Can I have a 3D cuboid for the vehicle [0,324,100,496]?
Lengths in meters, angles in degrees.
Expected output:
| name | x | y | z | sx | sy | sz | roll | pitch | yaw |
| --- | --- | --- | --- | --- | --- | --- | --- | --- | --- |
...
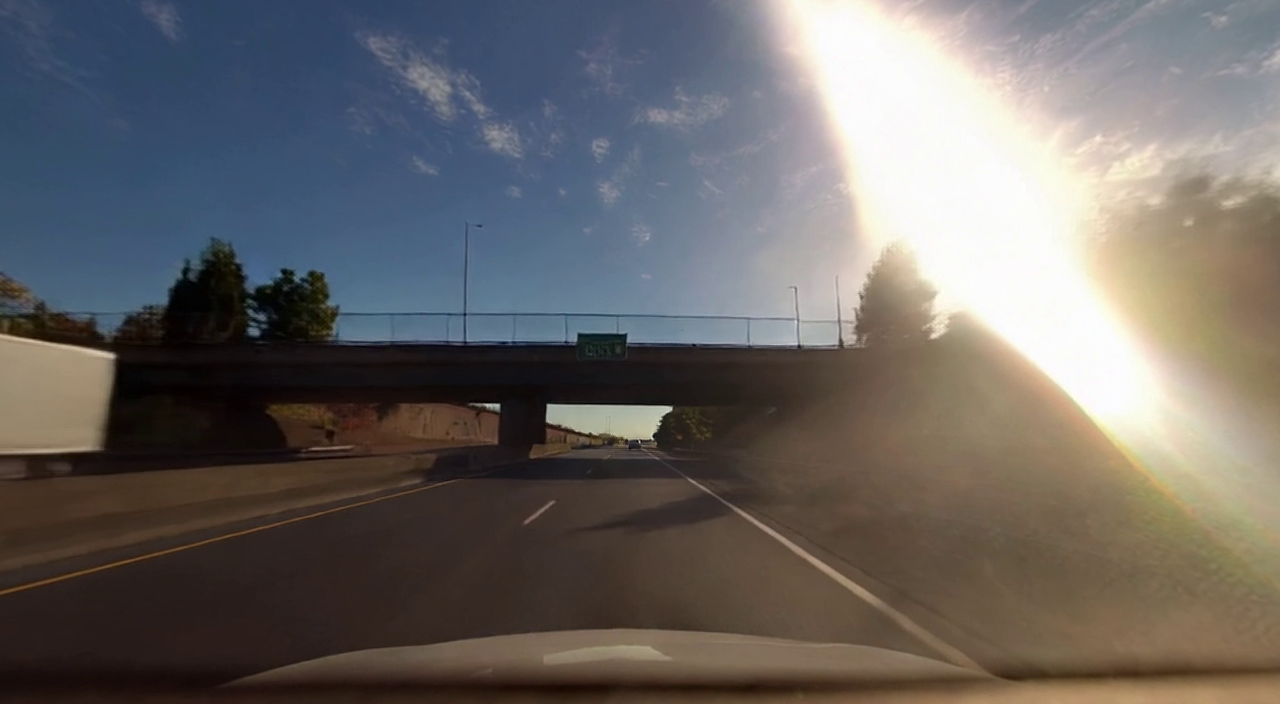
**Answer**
| name | x | y | z | sx | sy | sz | roll | pitch | yaw |
| --- | --- | --- | --- | --- | --- | --- | --- | --- | --- |
| vehicle | -16.792 | 0.781 | 10.782 | 2.894 | 4.115 | 14.083 | 0 | -8 | -1 |
